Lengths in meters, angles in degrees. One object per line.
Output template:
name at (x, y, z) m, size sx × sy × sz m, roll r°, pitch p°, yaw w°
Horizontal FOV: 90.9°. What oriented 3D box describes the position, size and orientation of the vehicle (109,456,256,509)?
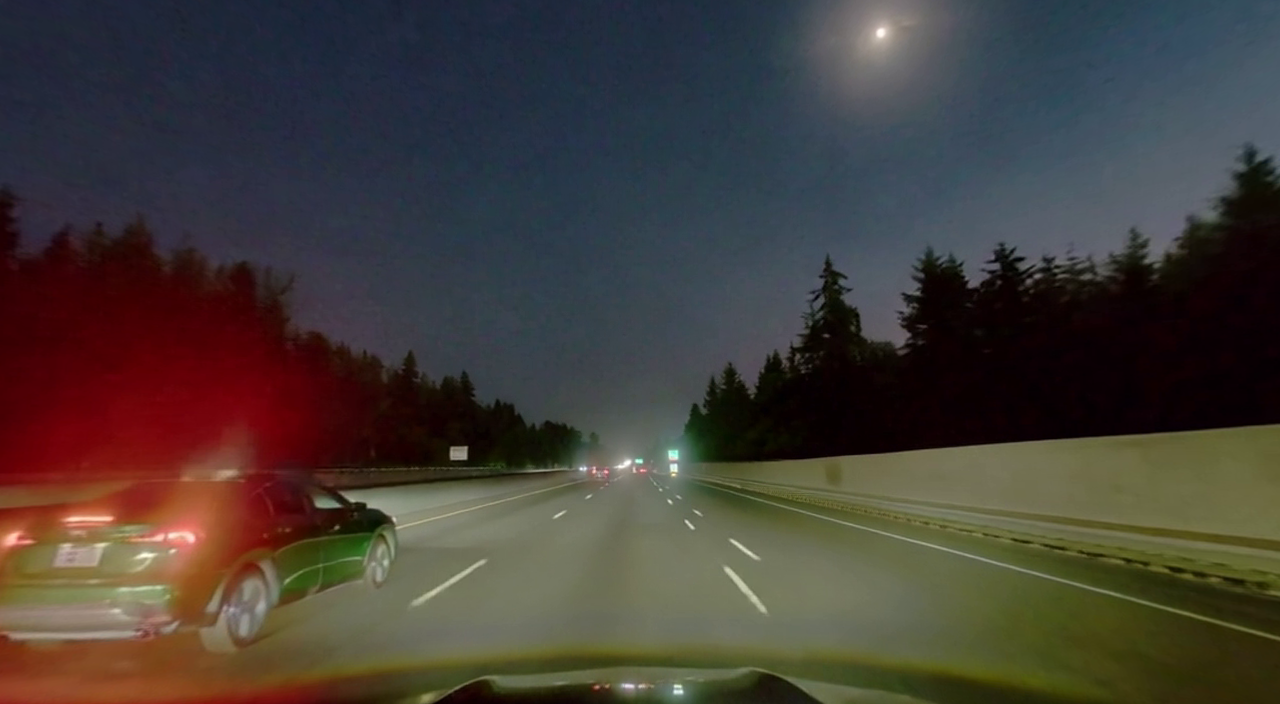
vehicle at (-16.181, 4.628, 22.636) m, size 1.903 × 1.670 × 4.377 m, roll 0°, pitch -10°, yaw 0°
